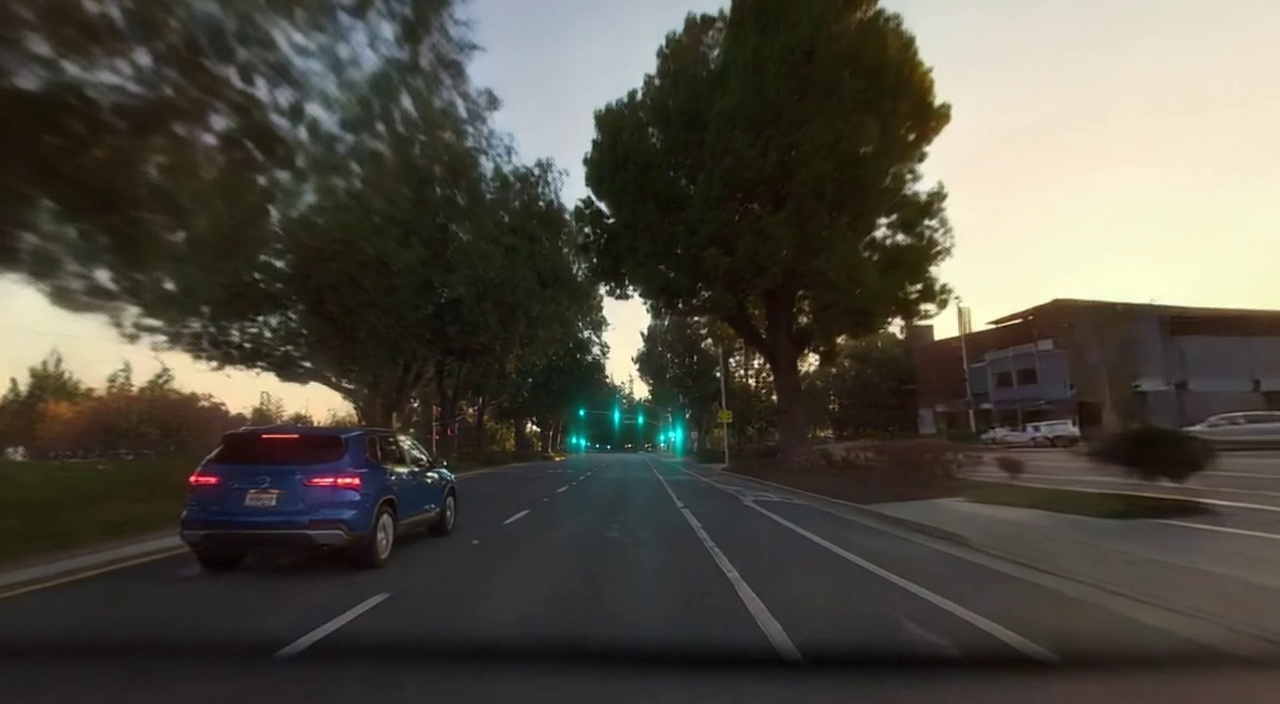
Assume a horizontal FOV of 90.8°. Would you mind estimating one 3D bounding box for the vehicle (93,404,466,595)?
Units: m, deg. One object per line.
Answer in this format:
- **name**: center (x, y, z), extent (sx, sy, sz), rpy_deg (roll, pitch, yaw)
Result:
- **vehicle**: center (-3.885, 1.677, 8.001), extent (2.121, 1.724, 4.392), rpy_deg (0, -9, 0)
